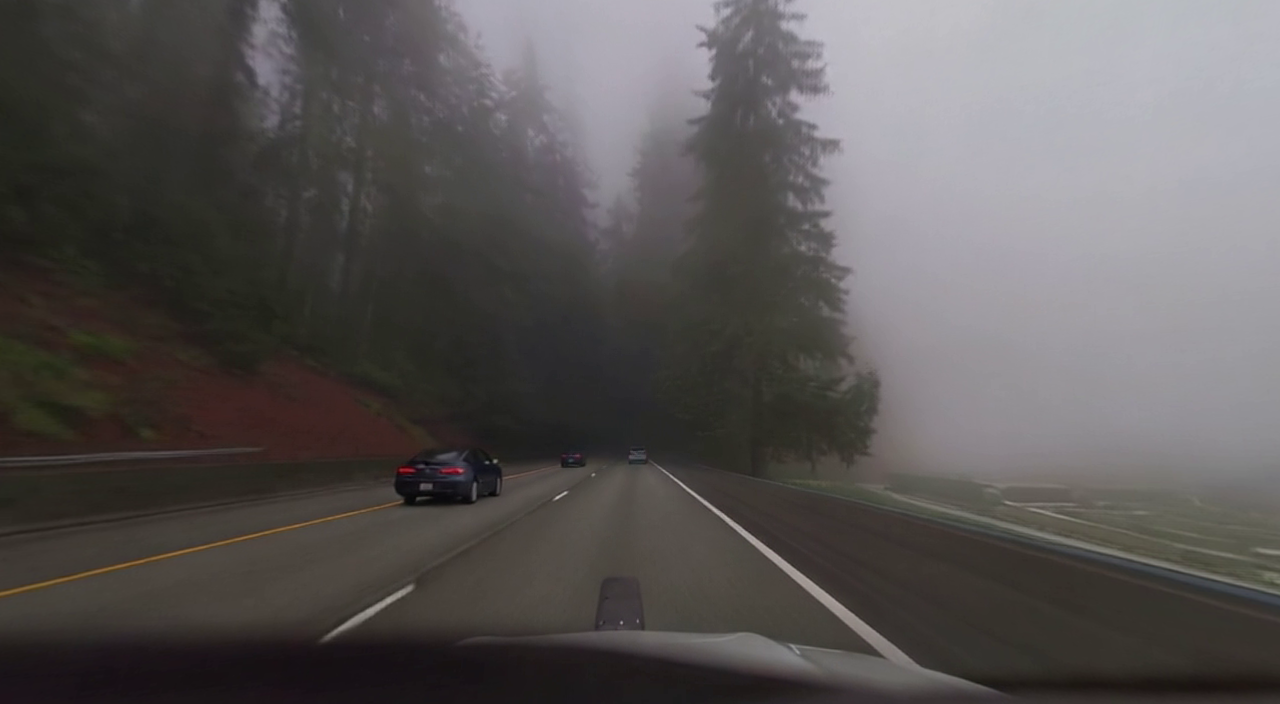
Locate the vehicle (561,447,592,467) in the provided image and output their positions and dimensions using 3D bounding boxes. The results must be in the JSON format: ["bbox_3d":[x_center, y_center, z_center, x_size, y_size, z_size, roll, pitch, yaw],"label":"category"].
[{"bbox_3d":[-4.906,8.175,49.228,2.052,1.468,4.390,0,-8,0],"label":"vehicle"}]

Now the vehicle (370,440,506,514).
[{"bbox_3d":[-4.615,2.894,15.169,1.838,1.508,4.317,0,-8,0],"label":"vehicle"}]
